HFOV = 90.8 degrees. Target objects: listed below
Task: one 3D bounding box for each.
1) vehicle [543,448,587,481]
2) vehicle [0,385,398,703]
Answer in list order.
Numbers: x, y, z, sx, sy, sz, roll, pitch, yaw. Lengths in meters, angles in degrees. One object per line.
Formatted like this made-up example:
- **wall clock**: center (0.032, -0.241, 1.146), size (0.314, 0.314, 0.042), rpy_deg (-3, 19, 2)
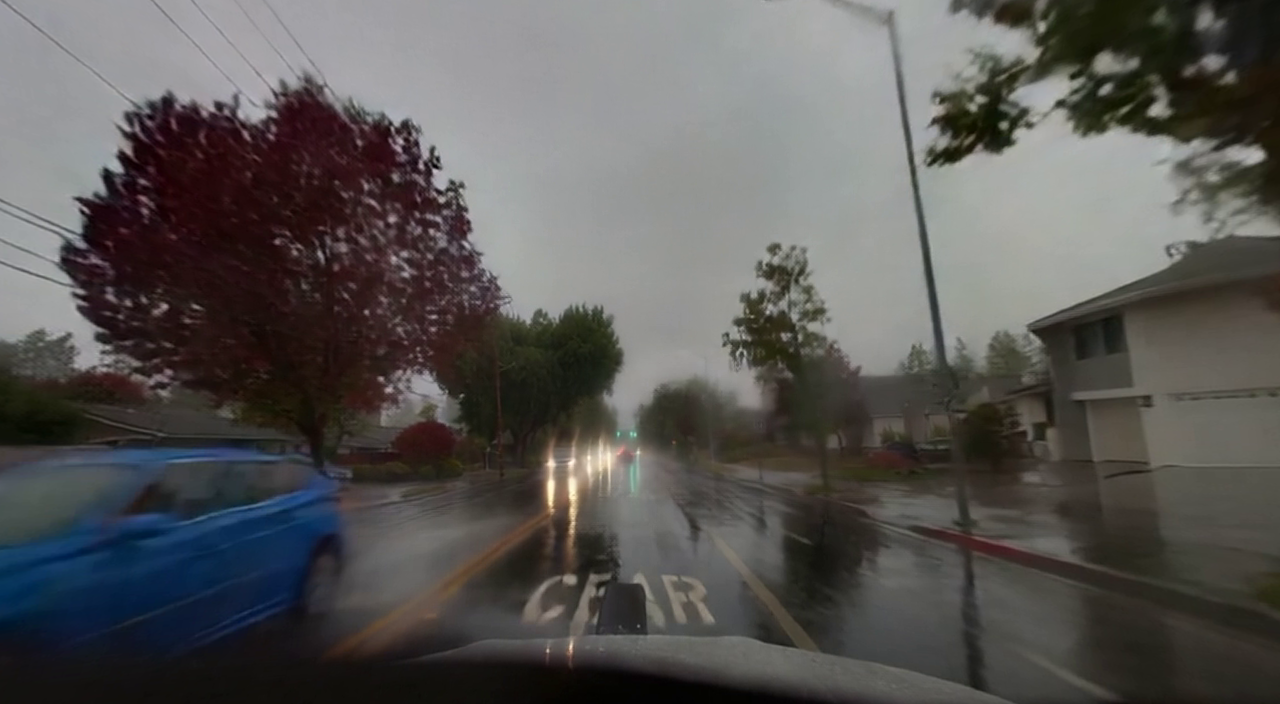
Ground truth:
- **vehicle**: center (-4.355, 6.550, 37.125), size (2.055, 1.757, 4.494), rpy_deg (0, -9, 0)
- **vehicle**: center (-3.529, 1.268, 4.323), size (2.090, 1.689, 4.232), rpy_deg (0, -9, -1)
